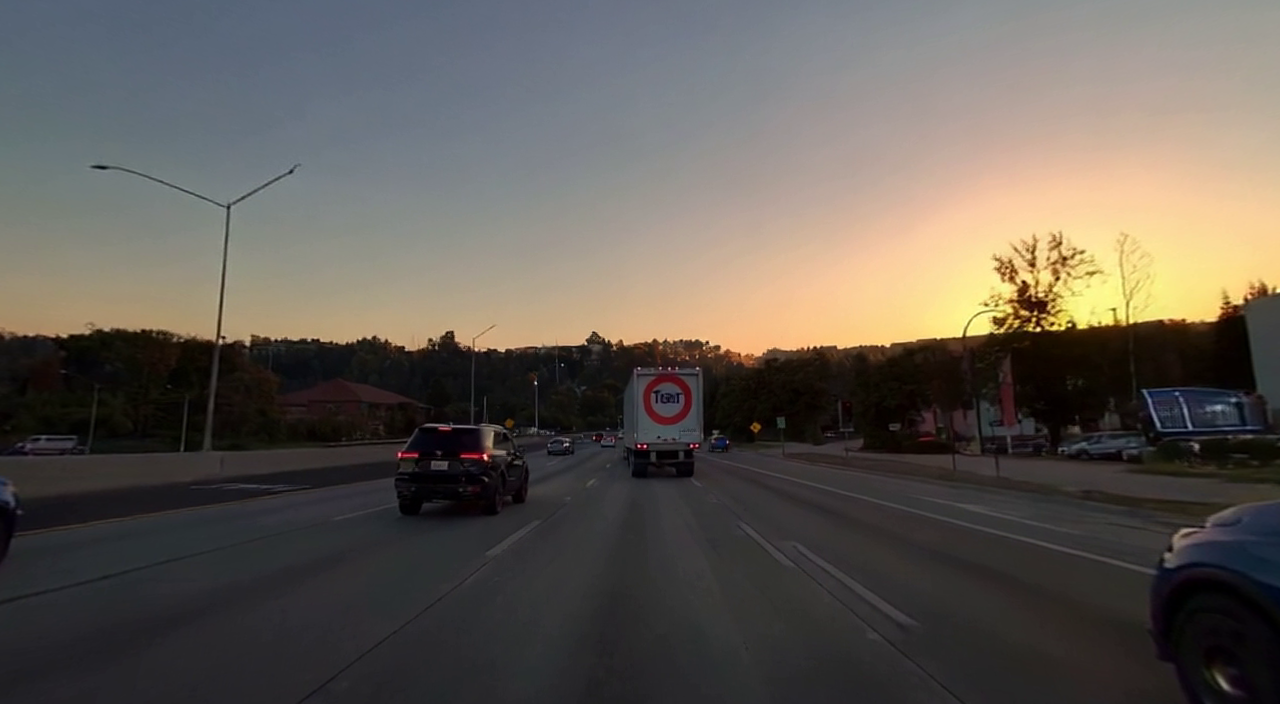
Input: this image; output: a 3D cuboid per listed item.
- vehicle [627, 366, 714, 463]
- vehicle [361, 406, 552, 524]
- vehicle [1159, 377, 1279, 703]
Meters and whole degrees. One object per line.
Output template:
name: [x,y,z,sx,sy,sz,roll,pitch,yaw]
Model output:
vehicle: [2.103,3.394,34.307,3.657,4.173,13.731,-1,-6,7]
vehicle: [-3.217,2.132,12.318,2.178,1.826,4.933,0,-8,1]
vehicle: [3.327,0.554,0.186,2.280,1.511,4.758,0,-9,0]
